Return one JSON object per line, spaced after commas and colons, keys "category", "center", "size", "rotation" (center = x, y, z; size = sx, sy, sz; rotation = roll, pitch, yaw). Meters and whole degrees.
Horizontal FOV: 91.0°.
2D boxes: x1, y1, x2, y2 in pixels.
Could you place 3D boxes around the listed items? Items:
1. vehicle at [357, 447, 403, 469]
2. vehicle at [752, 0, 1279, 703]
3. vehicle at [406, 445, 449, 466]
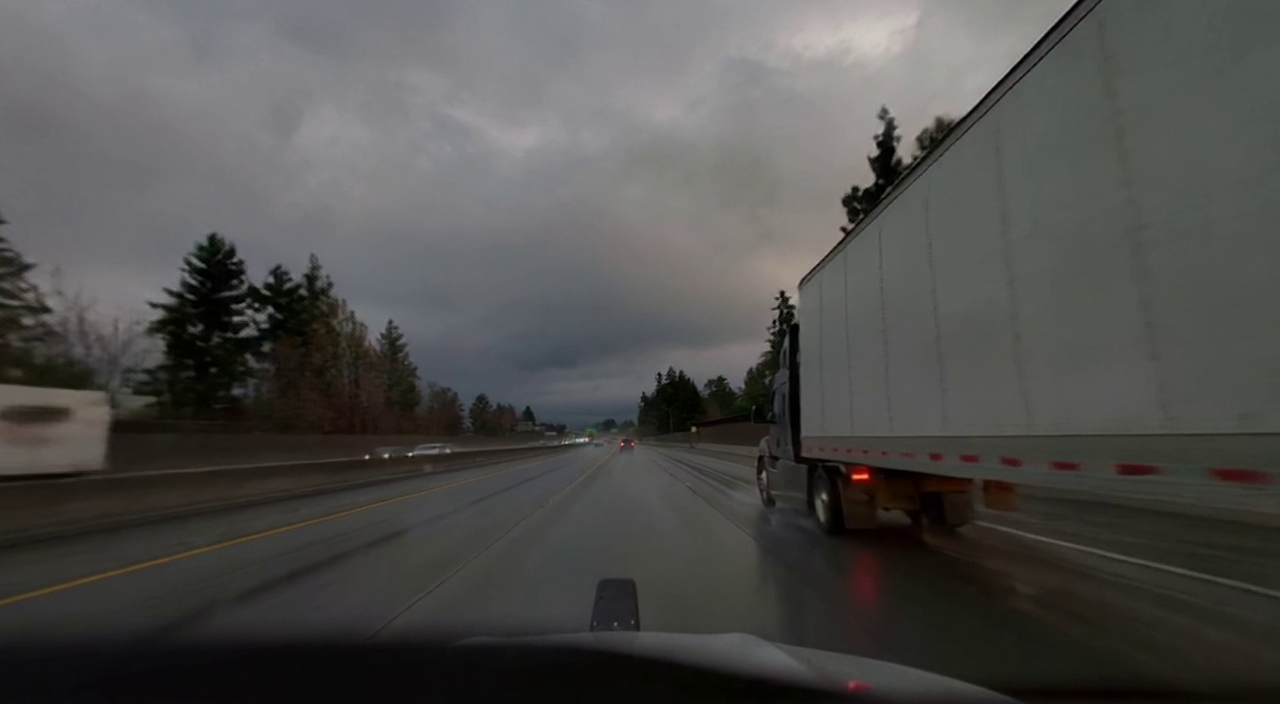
{"category": "vehicle", "center": [-19.795, 8.088, 48.052], "size": [1.795, 1.501, 4.218], "rotation": [0, -8, -1]}
{"category": "vehicle", "center": [3.990, -0.119, 4.445], "size": [3.489, 4.211, 14.193], "rotation": [0, -8, -1]}
{"category": "vehicle", "center": [-16.161, 7.842, 48.072], "size": [1.913, 1.465, 4.331], "rotation": [0, -8, -1]}
